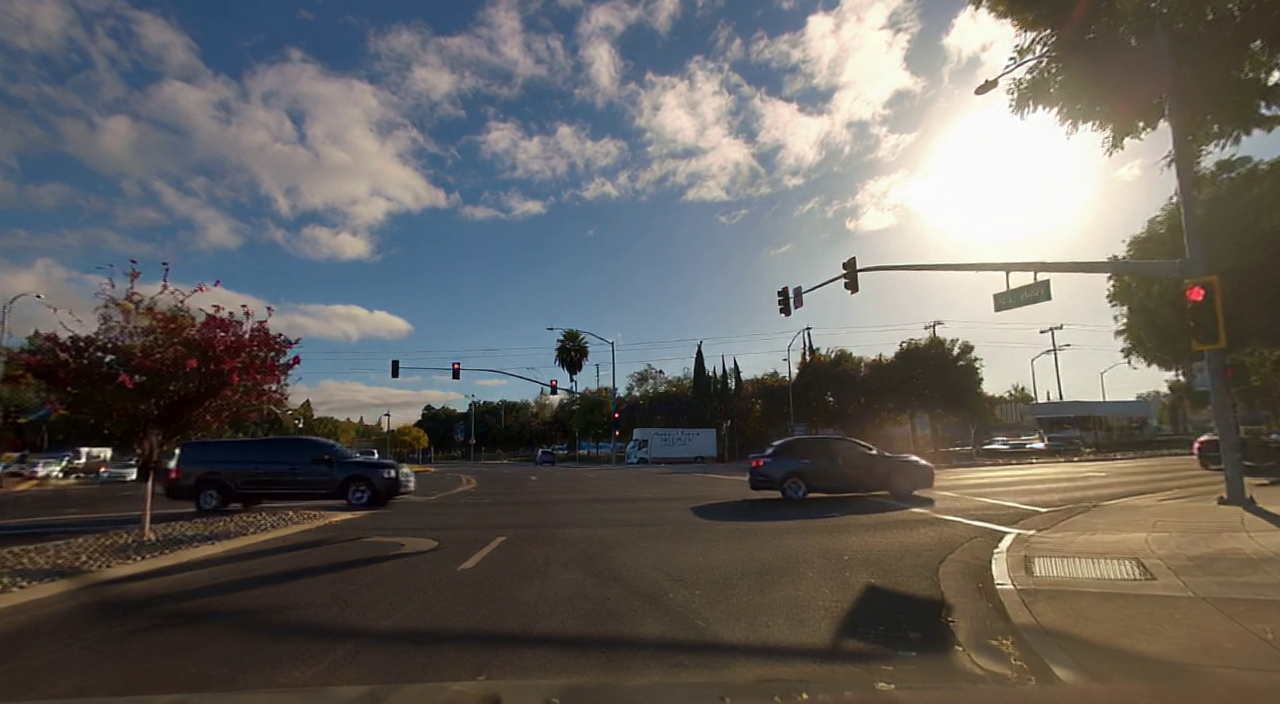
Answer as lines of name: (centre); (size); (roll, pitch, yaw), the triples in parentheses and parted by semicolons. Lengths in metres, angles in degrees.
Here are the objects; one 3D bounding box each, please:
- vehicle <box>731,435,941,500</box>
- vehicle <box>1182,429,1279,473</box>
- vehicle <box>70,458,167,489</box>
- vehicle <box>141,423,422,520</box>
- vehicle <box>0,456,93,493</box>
vehicle: (4.940, 2.895, 16.146); (4.728, 1.471, 1.957); (2, -9, -14)
vehicle: (23.827, 3.940, 25.328); (4.281, 1.621, 1.903); (5, -10, -33)
vehicle: (-28.377, 6.611, 34.600); (1.965, 1.448, 4.553); (1, -9, -9)
vehicle: (-8.424, 2.749, 14.933); (5.896, 1.937, 2.358); (-3, -9, 19)
vehicle: (-31.187, 6.264, 32.641); (2.142, 1.723, 4.692); (1, -9, -9)
